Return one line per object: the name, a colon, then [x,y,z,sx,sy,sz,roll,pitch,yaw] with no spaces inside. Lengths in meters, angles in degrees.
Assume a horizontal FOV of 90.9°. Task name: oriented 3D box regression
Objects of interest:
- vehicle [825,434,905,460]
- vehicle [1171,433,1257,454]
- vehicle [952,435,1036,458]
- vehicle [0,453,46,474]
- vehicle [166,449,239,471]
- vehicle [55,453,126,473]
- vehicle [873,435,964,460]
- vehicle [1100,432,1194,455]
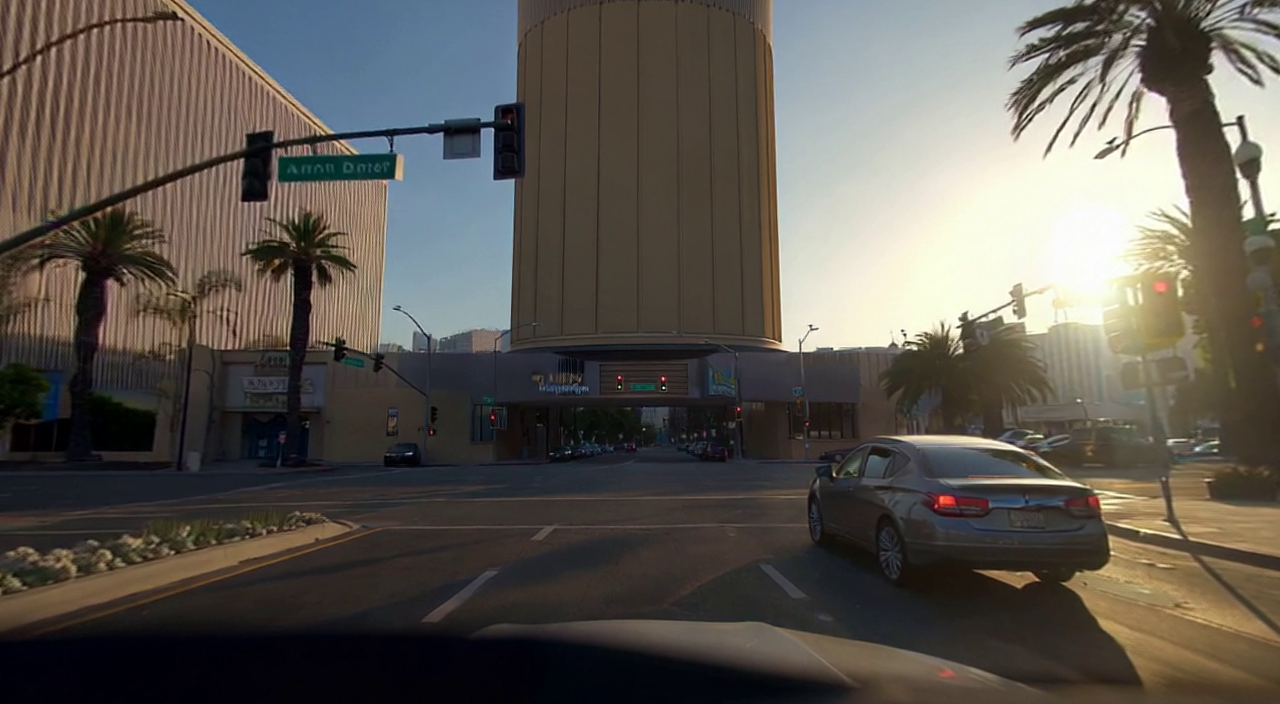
vehicle: [14.999,6.382,42.193,4.648,1.665,1.910,0,-8,-1]
vehicle: [42.097,6.733,46.263,4.437,1.469,1.811,0,-8,0]
vehicle: [23.506,6.292,41.952,4.423,1.465,1.798,0,-8,0]
vehicle: [-48.061,8.490,48.070,3.786,1.555,1.702,0,-8,2]
vehicle: [-33.244,8.194,47.938,4.136,1.661,1.857,0,-8,0]
vehicle: [-41.748,8.416,47.948,3.698,1.467,1.779,0,-8,0]
vehicle: [16.907,5.797,38.441,4.684,1.461,1.777,0,-8,-1]
vehicle: [33.361,6.023,41.549,4.567,1.458,1.791,0,-8,0]
